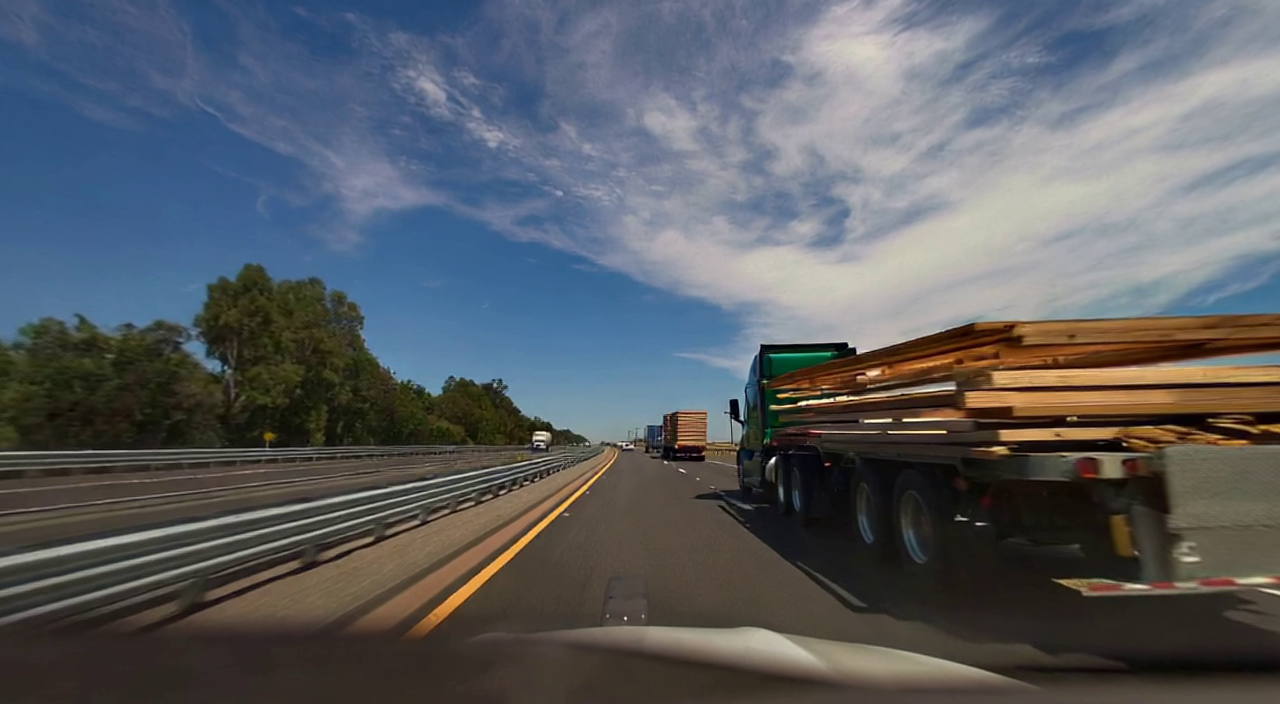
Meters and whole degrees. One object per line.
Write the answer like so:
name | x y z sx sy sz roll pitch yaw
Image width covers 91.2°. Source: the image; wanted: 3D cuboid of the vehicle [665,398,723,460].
vehicle | 3.863 6.135 48.571 3.024 4.065 13.796 0 -8 -1
